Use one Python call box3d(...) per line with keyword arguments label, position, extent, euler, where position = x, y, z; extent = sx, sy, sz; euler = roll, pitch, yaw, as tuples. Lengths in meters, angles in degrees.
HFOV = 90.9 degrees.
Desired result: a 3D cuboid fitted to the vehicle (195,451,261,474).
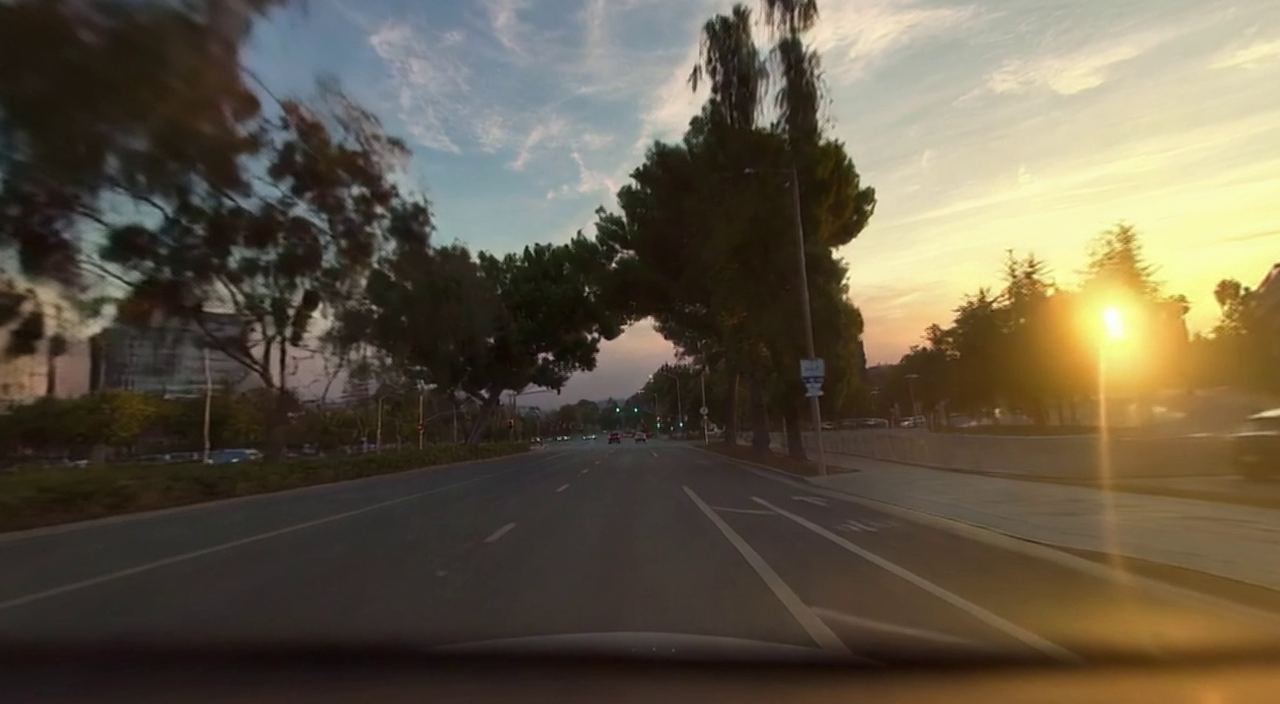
box3d(label="vehicle", position=(-32.328, 8.655, 49.628), extent=(2.013, 1.496, 4.799), euler=(0, -8, 0))
